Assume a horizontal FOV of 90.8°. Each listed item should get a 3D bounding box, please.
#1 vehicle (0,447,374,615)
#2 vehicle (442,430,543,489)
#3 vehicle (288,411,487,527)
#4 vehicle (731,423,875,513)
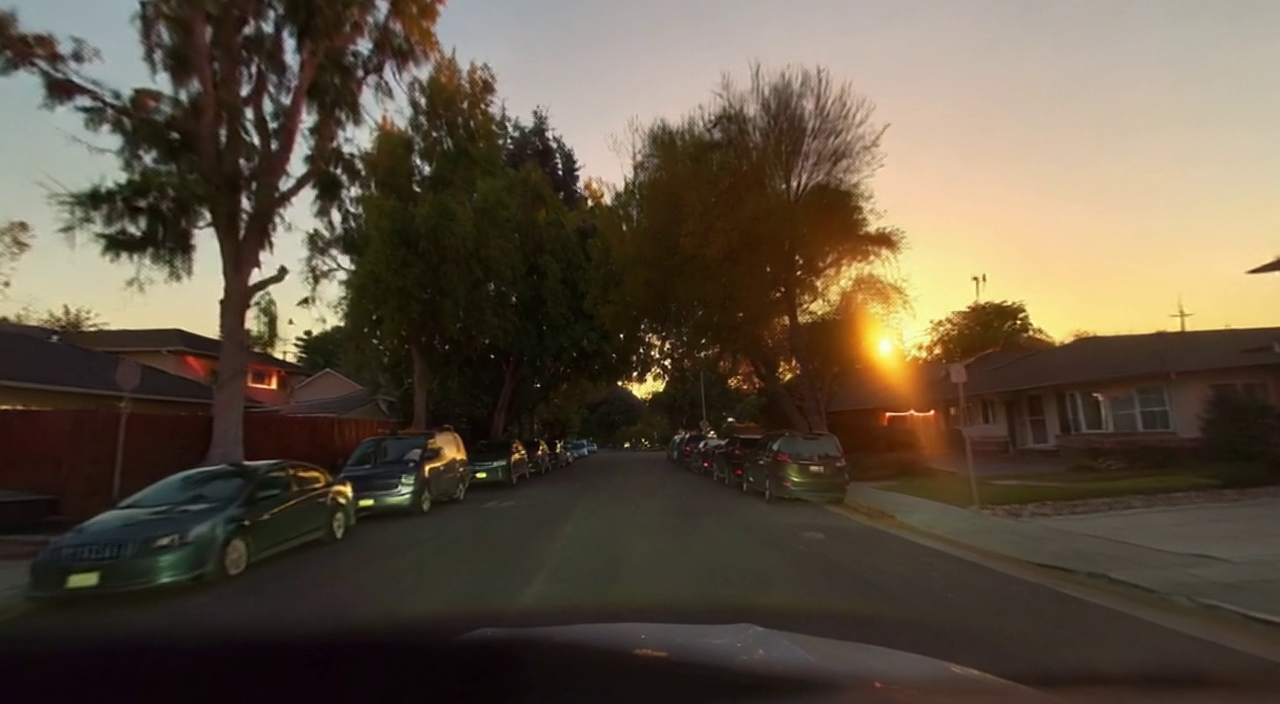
[{"bbox_3d":[-5.285,1.964,8.035,1.858,1.456,4.587,0,-8,-1],"label":"vehicle"},{"bbox_3d":[-5.305,3.958,23.669,2.683,1.923,5.421,0,-8,-3],"label":"vehicle"},{"bbox_3d":[-5.294,2.538,14.367,2.390,2.123,5.371,0,-8,-1],"label":"vehicle"},{"bbox_3d":[3.496,2.588,14.584,1.994,1.710,4.699,0,-8,-1],"label":"vehicle"}]
